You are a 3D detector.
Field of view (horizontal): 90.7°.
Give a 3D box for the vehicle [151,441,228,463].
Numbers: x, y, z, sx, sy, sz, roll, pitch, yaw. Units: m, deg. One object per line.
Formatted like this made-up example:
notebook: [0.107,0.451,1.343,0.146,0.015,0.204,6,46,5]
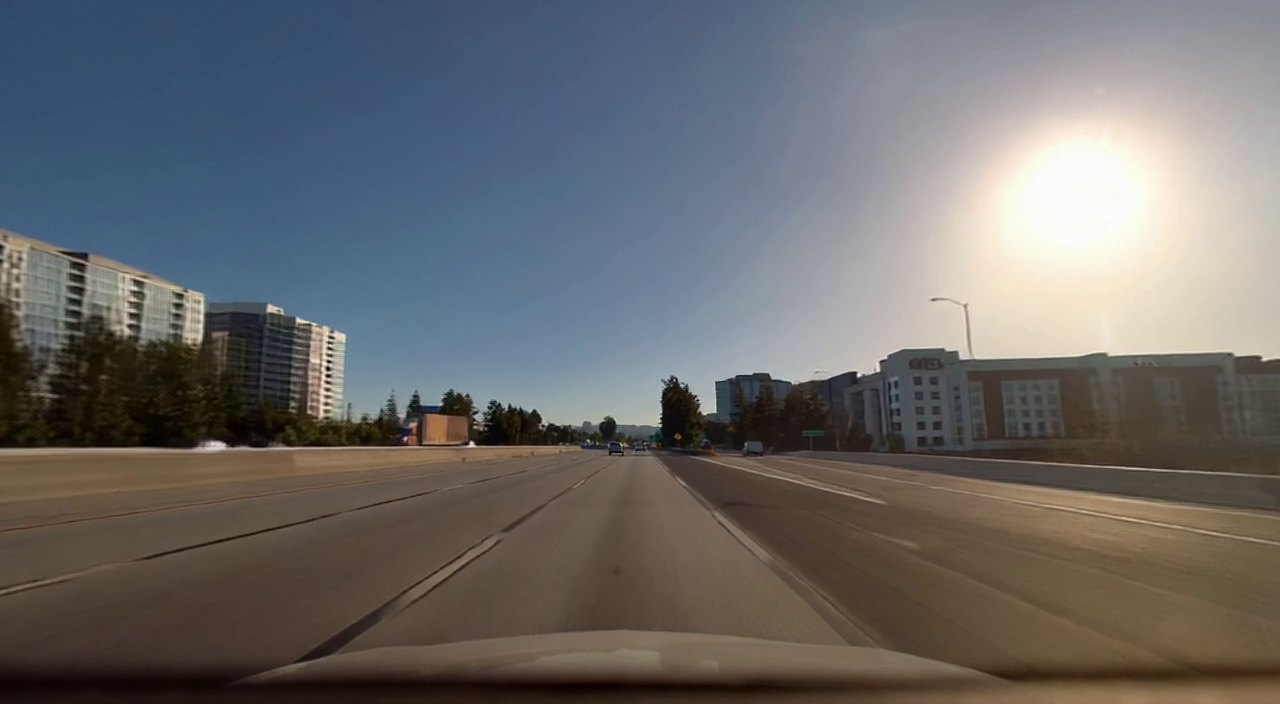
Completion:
vehicle: [-31.907,7.077,44.988,2.065,1.462,4.592,0,-9,0]
